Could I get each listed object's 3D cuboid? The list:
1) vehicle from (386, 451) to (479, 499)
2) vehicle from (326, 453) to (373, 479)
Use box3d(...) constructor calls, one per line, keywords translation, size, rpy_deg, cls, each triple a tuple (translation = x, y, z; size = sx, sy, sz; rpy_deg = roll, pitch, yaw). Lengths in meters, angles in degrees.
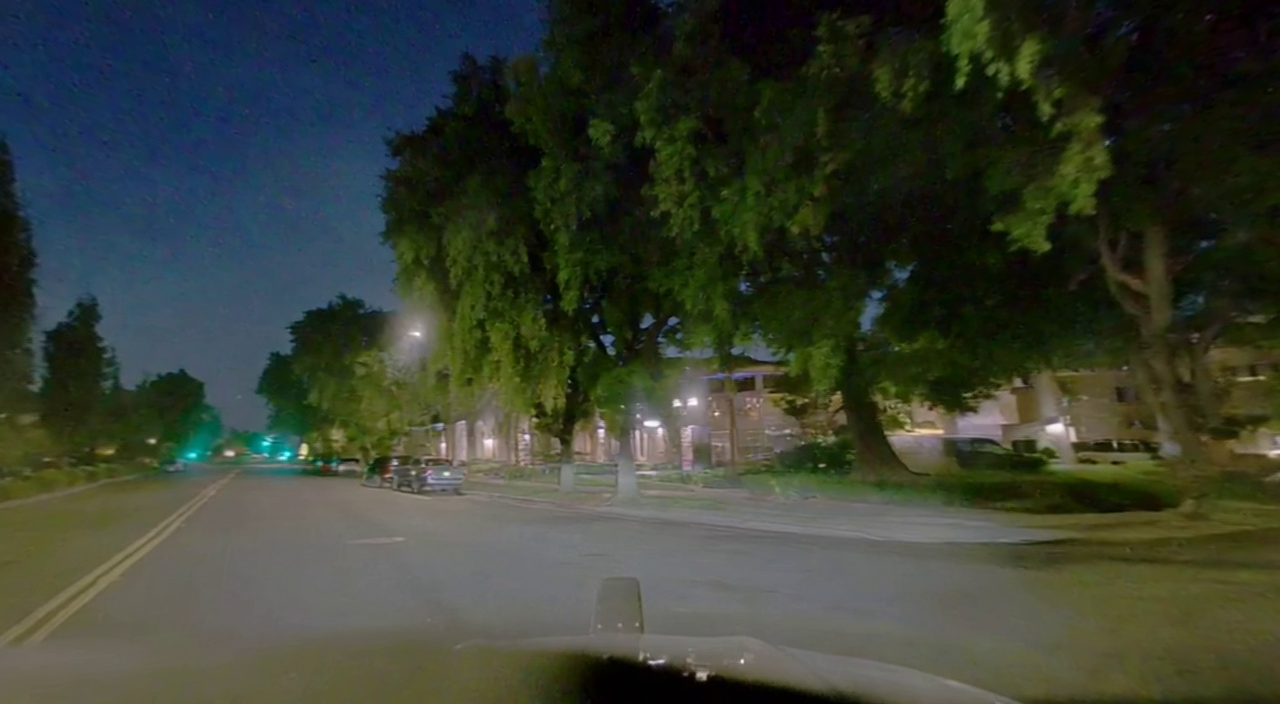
box3d(translation=(-7.789, 4.470, 23.424), size=(1.933, 1.528, 5.006), rpy_deg=(5, -10, -33), cls="vehicle")
box3d(translation=(-19.291, 7.502, 41.749), size=(1.952, 1.538, 5.215), rpy_deg=(5, -10, -33), cls="vehicle")
